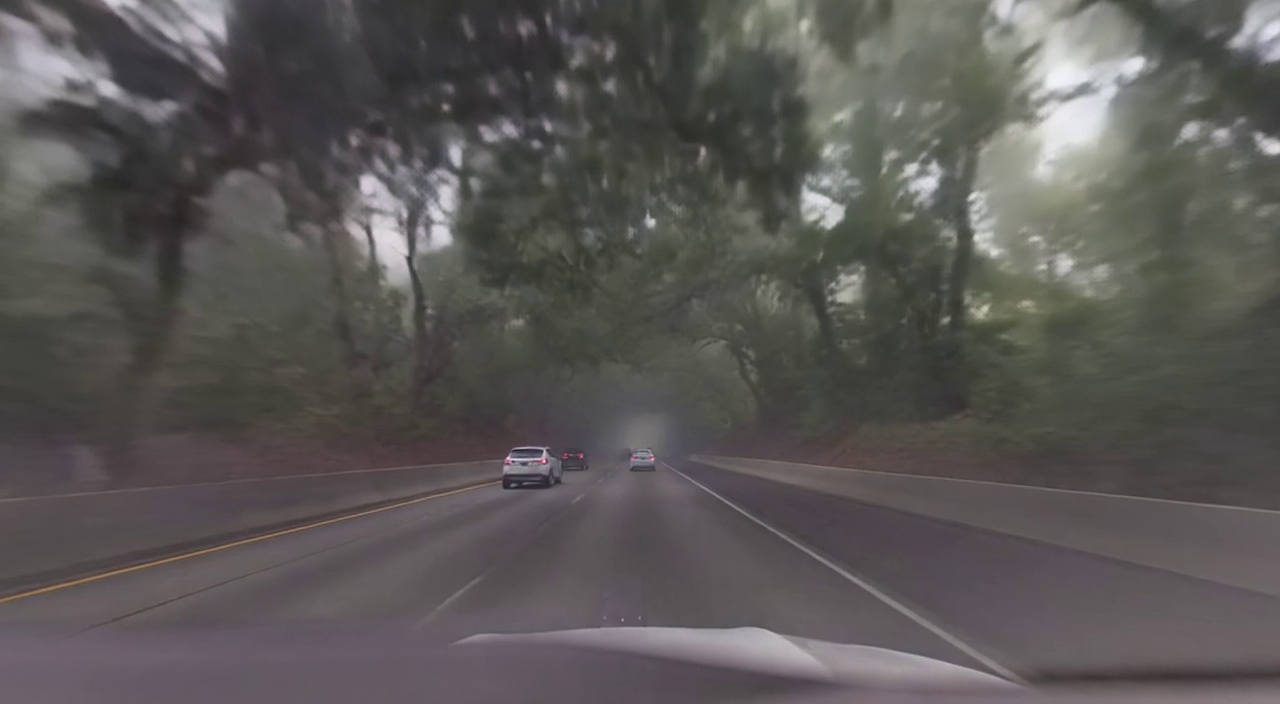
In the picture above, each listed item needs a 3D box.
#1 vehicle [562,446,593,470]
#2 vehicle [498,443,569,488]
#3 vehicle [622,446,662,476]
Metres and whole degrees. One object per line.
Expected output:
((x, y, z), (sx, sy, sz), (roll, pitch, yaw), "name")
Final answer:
((-4.391, 7.501, 44.801), (1.834, 1.615, 3.624), (0, -9, 0), "vehicle")
((-3.875, 4.196, 23.566), (1.978, 1.538, 3.755), (0, -9, 0), "vehicle")
((0.080, 5.796, 33.628), (2.001, 1.490, 3.914), (0, -9, -1), "vehicle")
